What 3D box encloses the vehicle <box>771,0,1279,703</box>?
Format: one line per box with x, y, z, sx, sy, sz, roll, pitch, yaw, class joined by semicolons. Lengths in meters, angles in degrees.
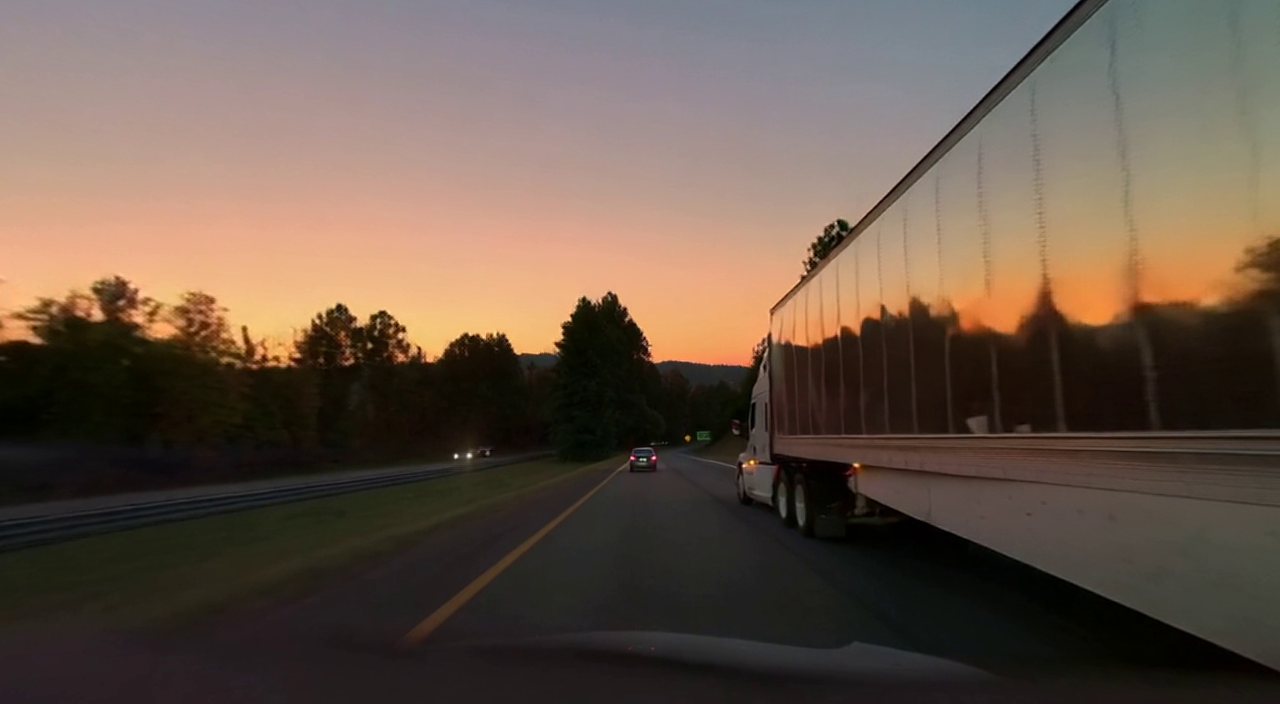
3.779;-0.179;3.207;2.929;4.158;15.921;0;-8;0;vehicle

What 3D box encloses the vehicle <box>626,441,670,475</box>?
0.369;5.100;30.566;1.968;1.515;4.025;0;-8;1;vehicle
